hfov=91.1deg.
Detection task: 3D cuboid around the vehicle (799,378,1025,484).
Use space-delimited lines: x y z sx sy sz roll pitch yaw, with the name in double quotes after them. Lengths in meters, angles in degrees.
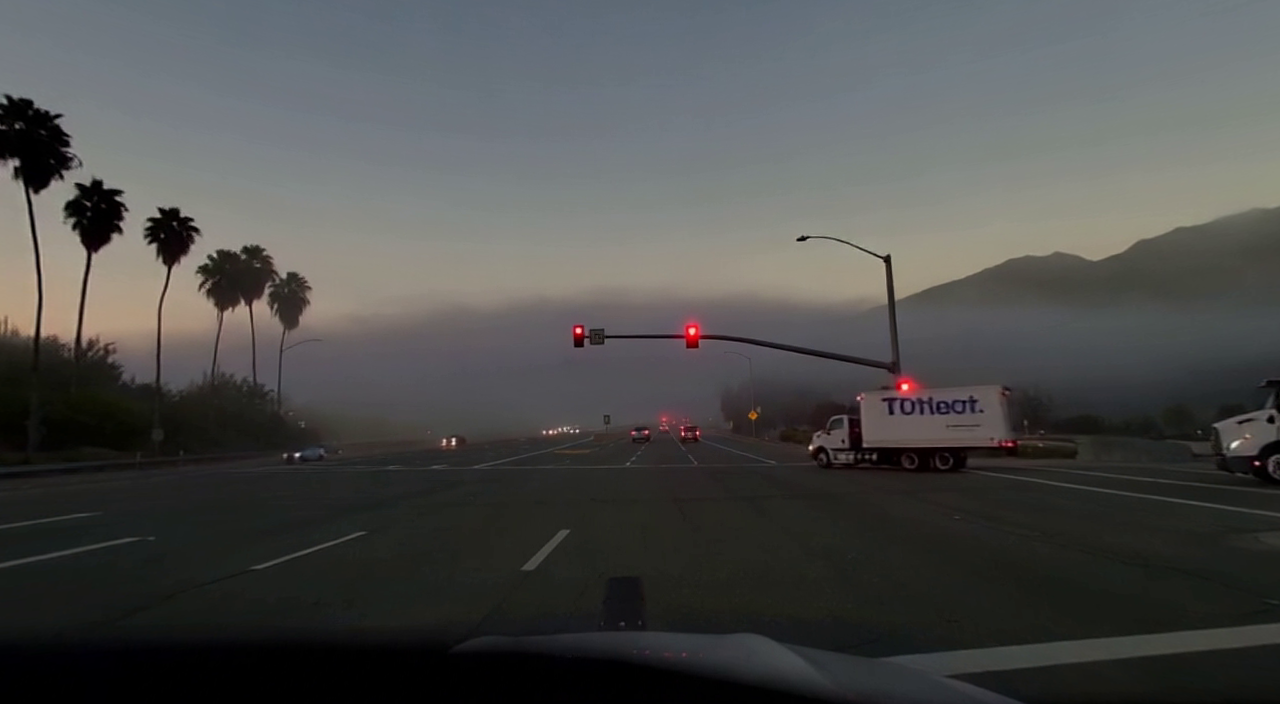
10.118 3.050 23.809 7.088 3.414 3.237 -6 -11 37 "vehicle"
